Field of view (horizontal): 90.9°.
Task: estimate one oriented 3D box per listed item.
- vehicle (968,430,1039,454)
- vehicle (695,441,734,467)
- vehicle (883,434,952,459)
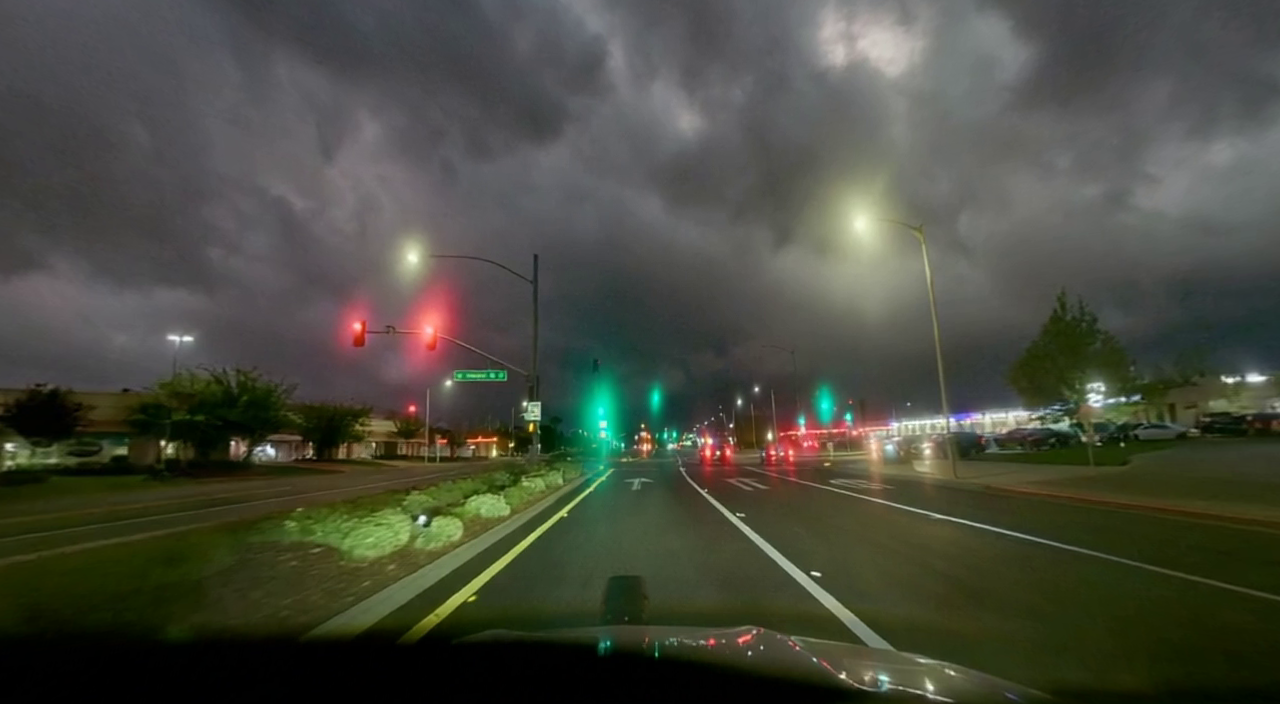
[{"bbox_3d":[27.988,6.939,48.593,4.280,1.734,1.964,1,-8,-5],"label":"vehicle"},{"bbox_3d":[4.574,6.308,39.281,2.038,1.528,4.259,0,-8,1],"label":"vehicle"},{"bbox_3d":[21.326,7.304,48.570,4.341,1.845,1.984,0,-8,0],"label":"vehicle"}]
